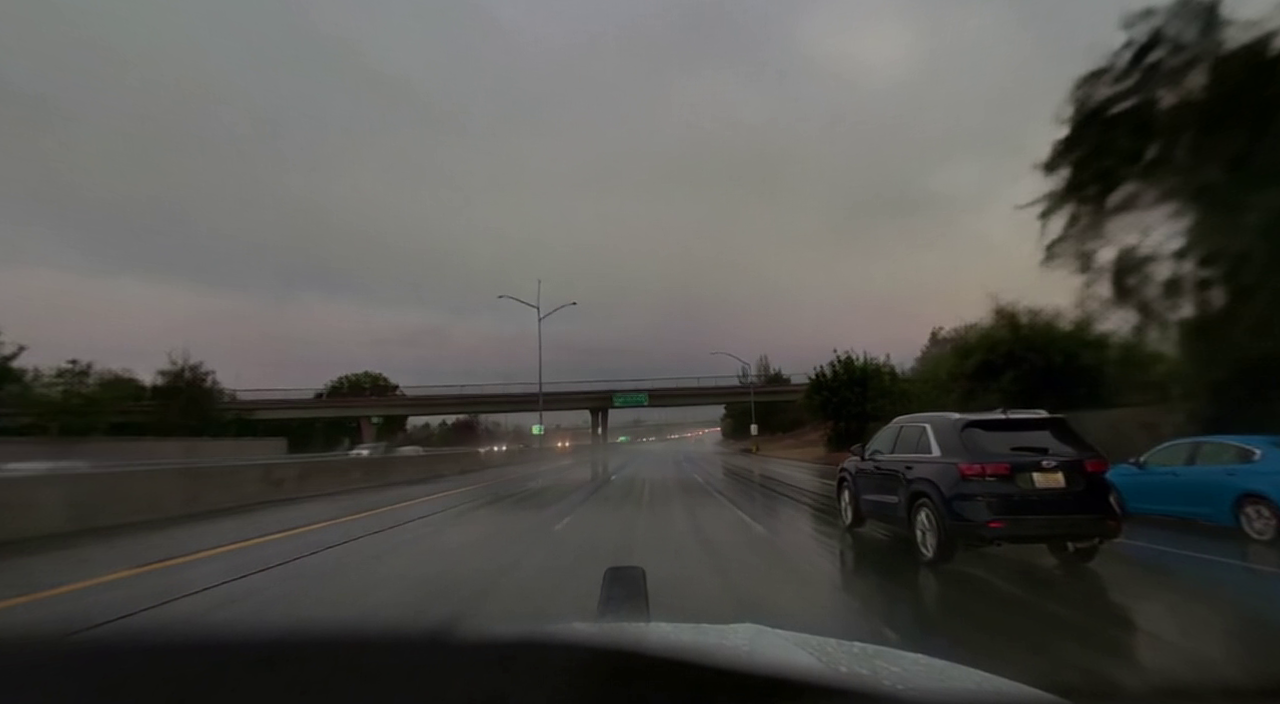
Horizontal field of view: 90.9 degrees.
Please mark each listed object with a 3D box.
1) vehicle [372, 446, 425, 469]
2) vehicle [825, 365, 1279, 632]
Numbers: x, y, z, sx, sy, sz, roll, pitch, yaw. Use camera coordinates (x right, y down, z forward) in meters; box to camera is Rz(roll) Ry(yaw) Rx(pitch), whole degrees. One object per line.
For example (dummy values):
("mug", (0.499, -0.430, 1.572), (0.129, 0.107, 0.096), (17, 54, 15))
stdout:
("vehicle", (-16.569, 7.243, 43.435), (1.806, 1.484, 4.367), (-1, -8, 2))
("vehicle", (3.591, 1.281, 6.459), (2.019, 1.732, 4.579), (0, -8, 1))
